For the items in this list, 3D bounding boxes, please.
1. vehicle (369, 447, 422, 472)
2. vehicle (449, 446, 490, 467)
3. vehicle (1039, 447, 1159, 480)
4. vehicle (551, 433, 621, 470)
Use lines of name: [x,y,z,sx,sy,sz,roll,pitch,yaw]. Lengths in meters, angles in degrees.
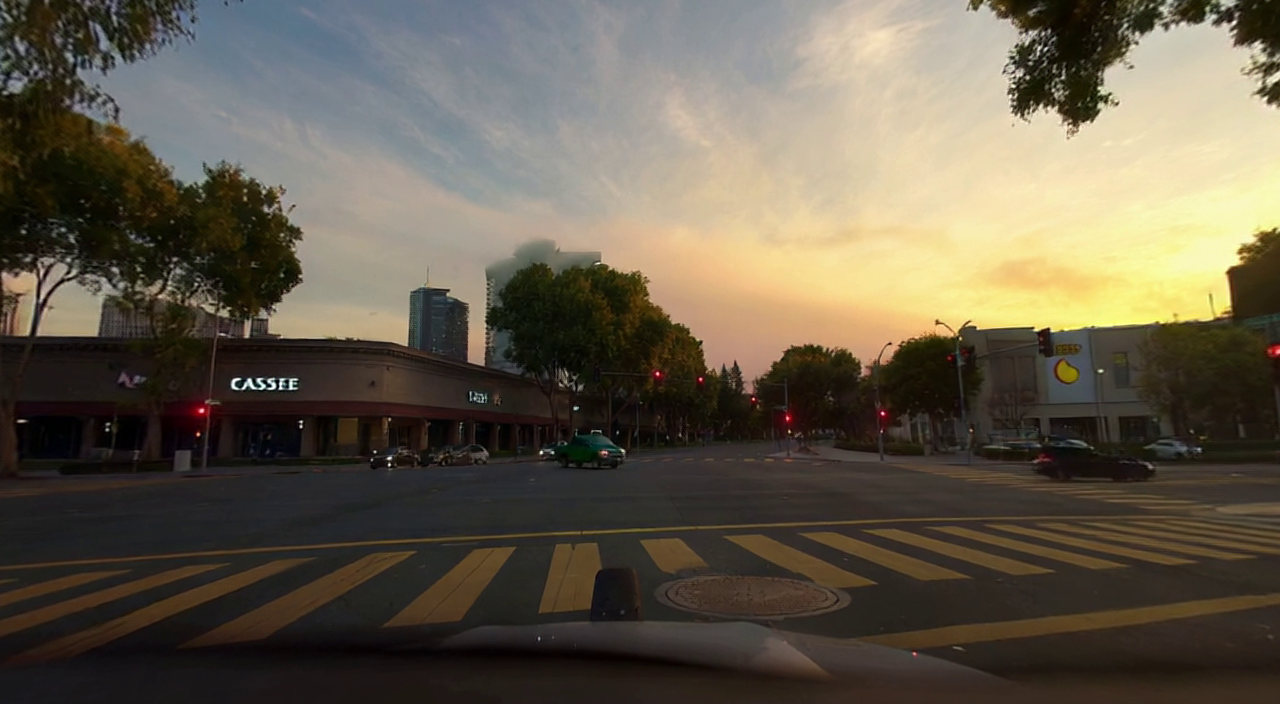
vehicle: [-16.257,7.133,42.232,1.883,1.586,4.297,0,-9,-1]
vehicle: [-12.634,7.762,47.088,1.946,1.474,4.008,0,-9,0]
vehicle: [21.578,5.201,29.721,4.658,1.478,1.946,2,-9,-15]
vehicle: [-3.222,5.697,36.429,2.289,1.927,5.667,4,-9,-24]
